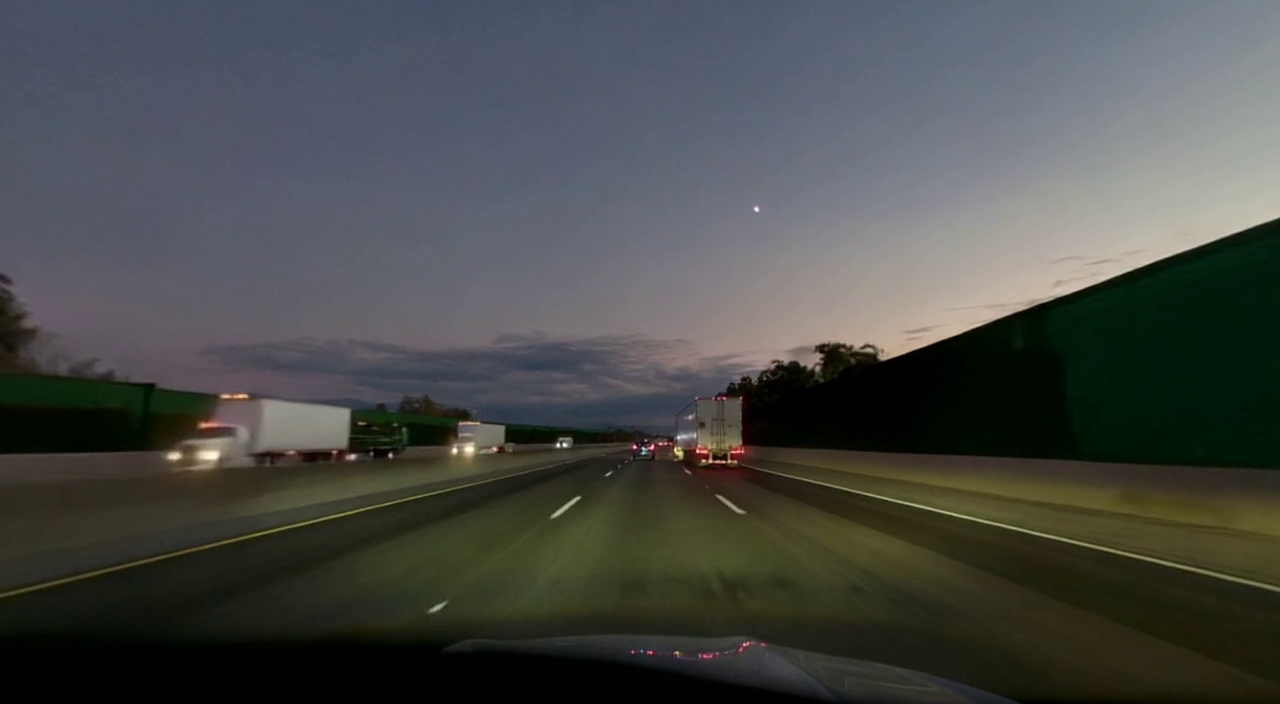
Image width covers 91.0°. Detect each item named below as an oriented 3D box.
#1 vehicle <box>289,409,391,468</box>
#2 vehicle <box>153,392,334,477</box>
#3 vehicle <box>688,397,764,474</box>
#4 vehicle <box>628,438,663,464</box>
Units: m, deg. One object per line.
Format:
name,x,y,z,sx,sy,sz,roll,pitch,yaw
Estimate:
vehicle,-20.575,6.029,43.861,2.810,3.700,8.248,0,-8,1
vehicle,-20.762,4.520,34.135,2.934,3.887,10.188,0,-8,1
vehicle,4.074,4.251,31.749,2.742,3.383,8.285,0,-8,1
vehicle,0.385,7.019,44.889,2.389,1.760,4.473,0,-8,1
